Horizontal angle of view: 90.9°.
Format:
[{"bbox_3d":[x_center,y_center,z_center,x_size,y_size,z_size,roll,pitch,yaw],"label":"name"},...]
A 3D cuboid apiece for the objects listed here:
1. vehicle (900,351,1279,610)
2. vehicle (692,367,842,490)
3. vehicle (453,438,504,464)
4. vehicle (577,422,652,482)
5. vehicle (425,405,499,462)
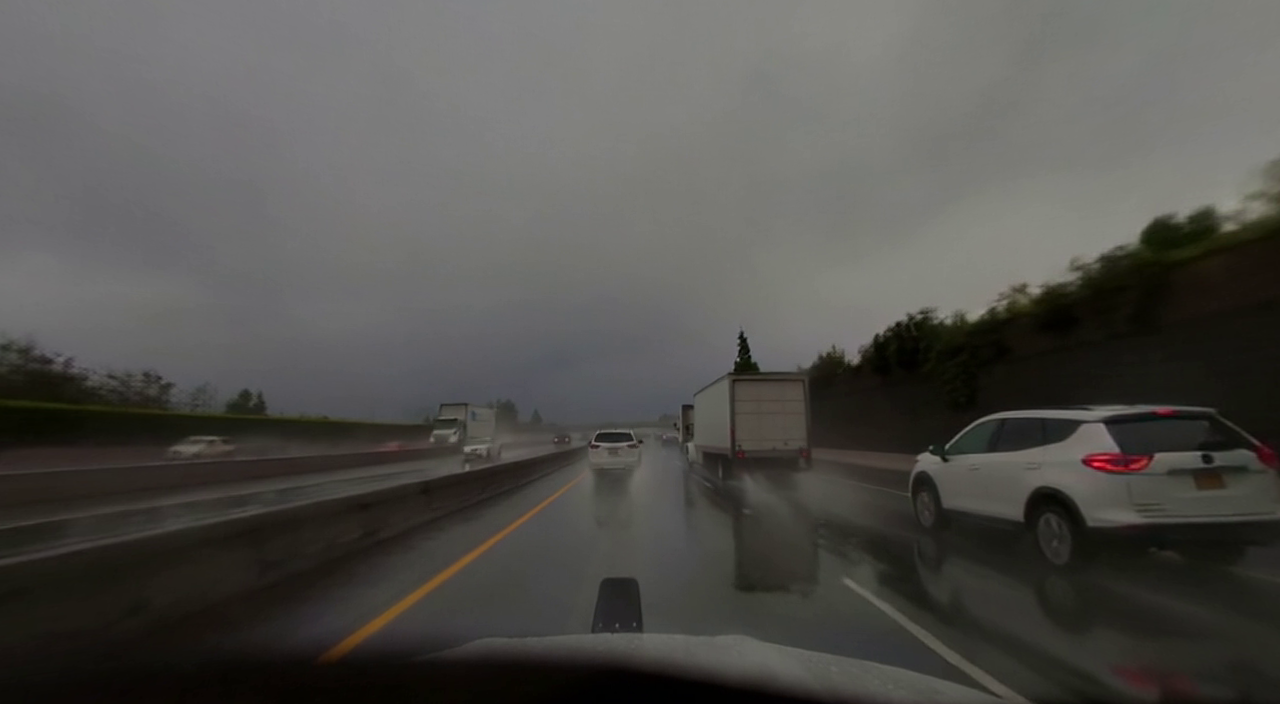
[{"bbox_3d":[4.647,1.196,6.672,2.011,1.905,3.905,0,-8,-1],"label":"vehicle"},{"bbox_3d":[3.477,2.423,19.813,2.723,3.027,8.478,0,-8,-1],"label":"vehicle"},{"bbox_3d":[-9.695,5.957,38.248,1.848,1.489,4.624,0,-8,1],"label":"vehicle"},{"bbox_3d":[-0.713,3.058,19.645,2.082,1.638,4.055,0,-8,0],"label":"vehicle"},{"bbox_3d":[-13.801,6.465,49.942,2.904,3.961,10.187,0,-8,0],"label":"vehicle"}]
